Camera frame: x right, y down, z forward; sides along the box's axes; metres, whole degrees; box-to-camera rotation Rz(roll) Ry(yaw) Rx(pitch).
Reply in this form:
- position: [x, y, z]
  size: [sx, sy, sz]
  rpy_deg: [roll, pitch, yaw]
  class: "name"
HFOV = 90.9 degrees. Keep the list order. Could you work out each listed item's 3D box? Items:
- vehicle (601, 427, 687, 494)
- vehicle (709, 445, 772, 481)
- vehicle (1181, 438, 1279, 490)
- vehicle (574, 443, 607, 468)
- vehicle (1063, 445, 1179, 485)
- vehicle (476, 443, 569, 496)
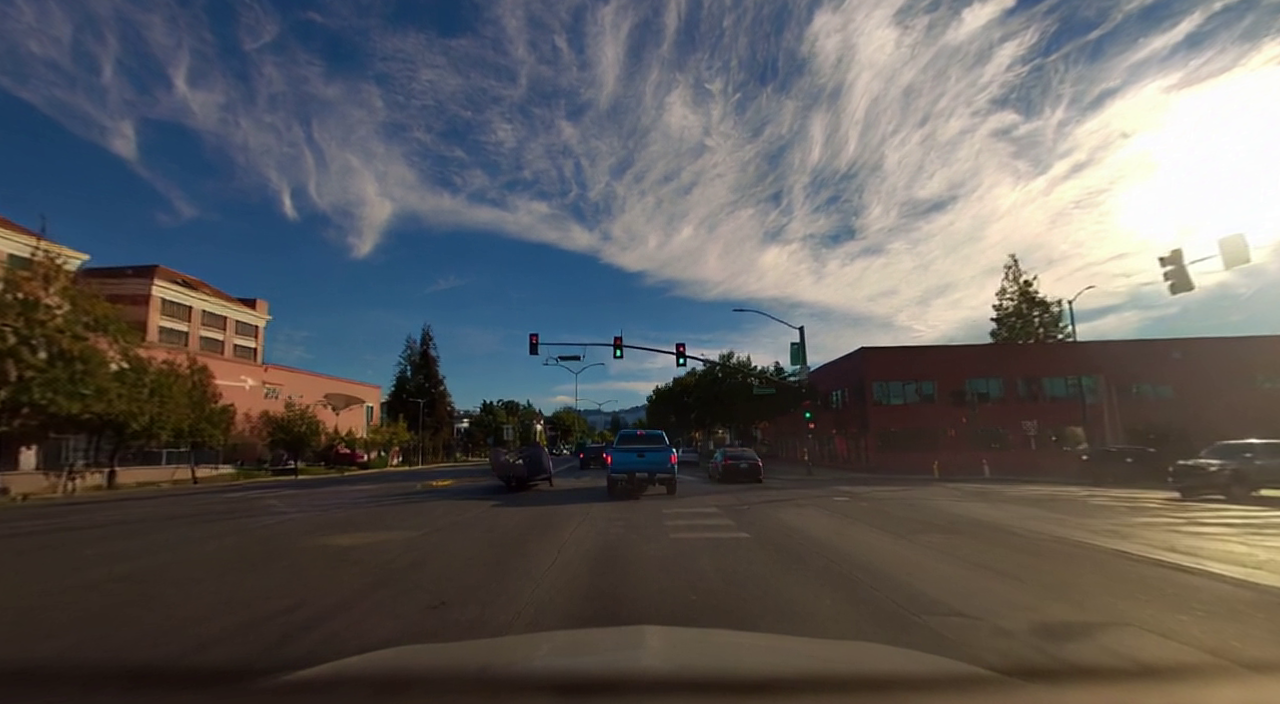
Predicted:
- position: [0.133, 3.522, 20.827]
  size: [2.493, 1.934, 4.957]
  rpy_deg: [0, -8, 0]
  class: "vehicle"
- position: [4.398, 4.894, 28.162]
  size: [1.968, 1.472, 4.456]
  rpy_deg: [0, -8, -1]
  class: "vehicle"
- position: [23.092, 4.152, 23.806]
  size: [4.786, 1.777, 2.248]
  rpy_deg: [4, -9, -27]
  class: "vehicle"
- position: [-3.549, 7.488, 45.897]
  size: [2.018, 1.700, 4.142]
  rpy_deg: [0, -8, 0]
  class: "vehicle"
- position: [19.920, 4.624, 26.061]
  size: [4.417, 1.492, 1.943]
  rpy_deg: [4, -9, -26]
  class: "vehicle"
- position: [-3.548, 3.632, 19.938]
  size: [1.986, 1.465, 4.509]
  rpy_deg: [0, -8, 1]
  class: "vehicle"
